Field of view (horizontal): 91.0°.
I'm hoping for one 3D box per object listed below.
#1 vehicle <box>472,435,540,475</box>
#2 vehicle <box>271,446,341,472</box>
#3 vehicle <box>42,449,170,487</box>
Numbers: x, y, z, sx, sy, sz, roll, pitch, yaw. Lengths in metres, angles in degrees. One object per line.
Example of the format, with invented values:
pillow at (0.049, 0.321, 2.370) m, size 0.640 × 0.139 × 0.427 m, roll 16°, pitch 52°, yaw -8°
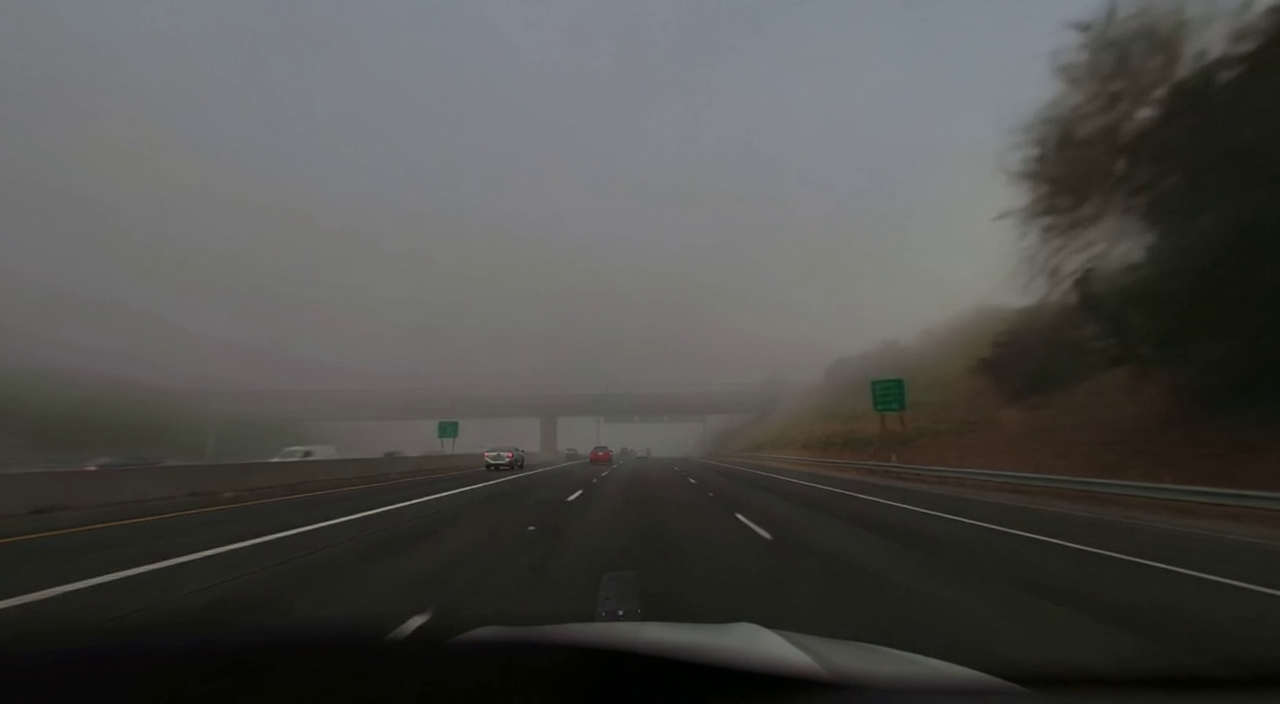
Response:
vehicle at (-7.143, 5.582, 34.404) m, size 2.341 × 1.959 × 5.684 m, roll 0°, pitch -9°, yaw 1°
vehicle at (-26.281, 8.428, 49.808) m, size 2.246 × 1.917 × 5.901 m, roll 0°, pitch -9°, yaw 1°
vehicle at (-26.295, 5.708, 31.296) m, size 1.985 × 1.697 × 4.891 m, roll 0°, pitch -9°, yaw 0°
